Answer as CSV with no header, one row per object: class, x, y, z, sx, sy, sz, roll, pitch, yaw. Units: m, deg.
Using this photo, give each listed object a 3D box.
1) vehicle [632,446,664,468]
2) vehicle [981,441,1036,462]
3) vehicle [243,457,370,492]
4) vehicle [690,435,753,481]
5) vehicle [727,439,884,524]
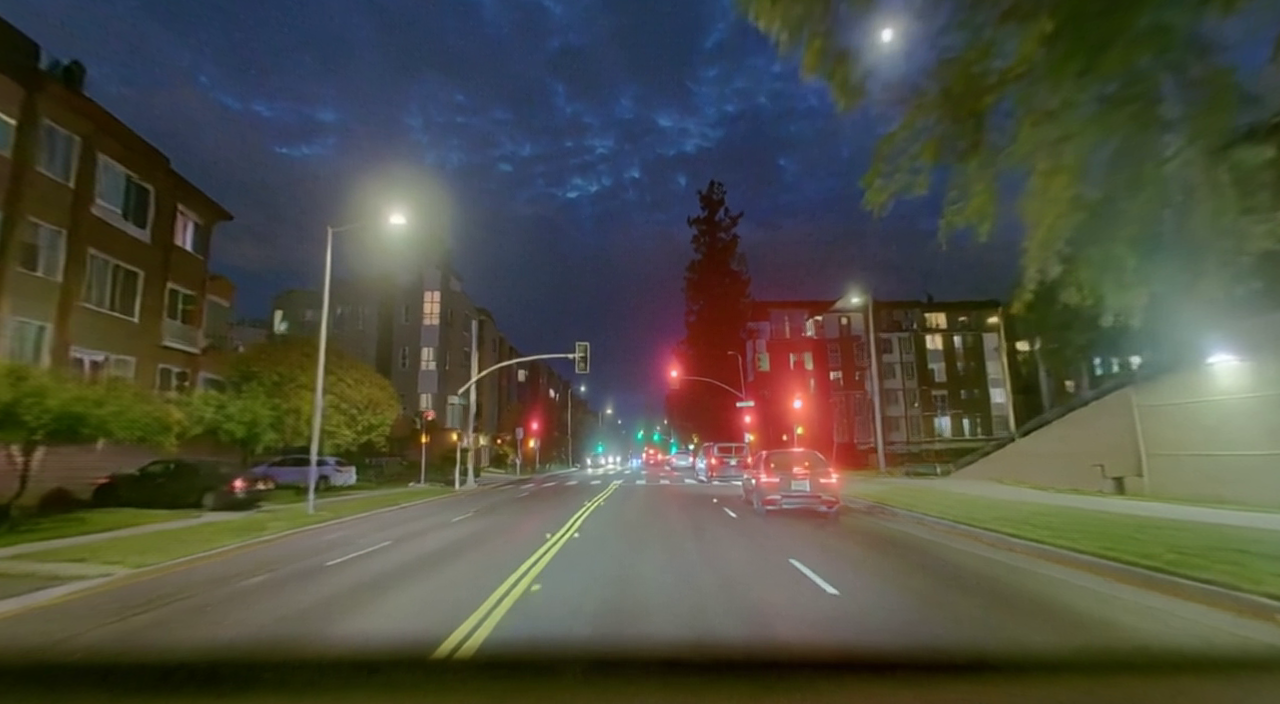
vehicle,0.523,7.369,44.340,2.097,1.463,4.043,0,-8,0
vehicle,28.741,7.746,49.260,1.698,1.477,3.735,-2,-9,-7
vehicle,-15.265,5.621,29.013,4.727,1.483,2.002,-1,-8,3
vehicle,3.546,4.708,28.344,2.199,1.872,4.513,0,-8,0
vehicle,3.275,2.669,13.630,2.078,1.488,4.741,0,-8,-1
